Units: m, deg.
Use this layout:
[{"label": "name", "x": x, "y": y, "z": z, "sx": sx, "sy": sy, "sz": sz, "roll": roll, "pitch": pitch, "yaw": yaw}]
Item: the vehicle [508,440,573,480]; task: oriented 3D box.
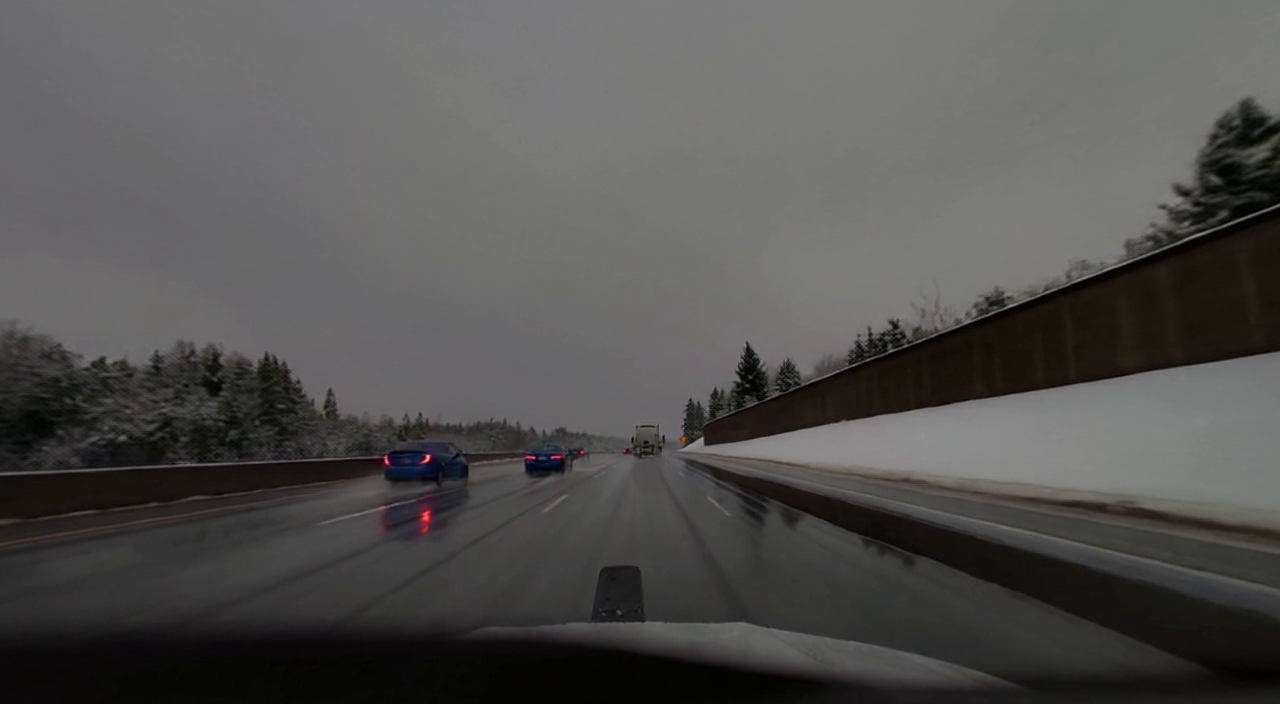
[{"label": "vehicle", "x": -4.054, "y": 4.456, "z": 26.304, "sx": 2.000, "sy": 1.512, "sz": 4.371, "roll": 0, "pitch": -9, "yaw": 0}]

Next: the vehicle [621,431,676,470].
[{"label": "vehicle", "x": 0.409, "y": 5.486, "z": 35.051, "sx": 2.856, "sy": 1.994, "sz": 4.931, "roll": 0, "pitch": -9, "yaw": -1}]

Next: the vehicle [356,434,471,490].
[{"label": "vehicle", "x": -7.528, "y": 3.699, "z": 21.545, "sx": 2.189, "sy": 1.673, "sz": 4.699, "roll": 0, "pitch": -9, "yaw": 0}]
